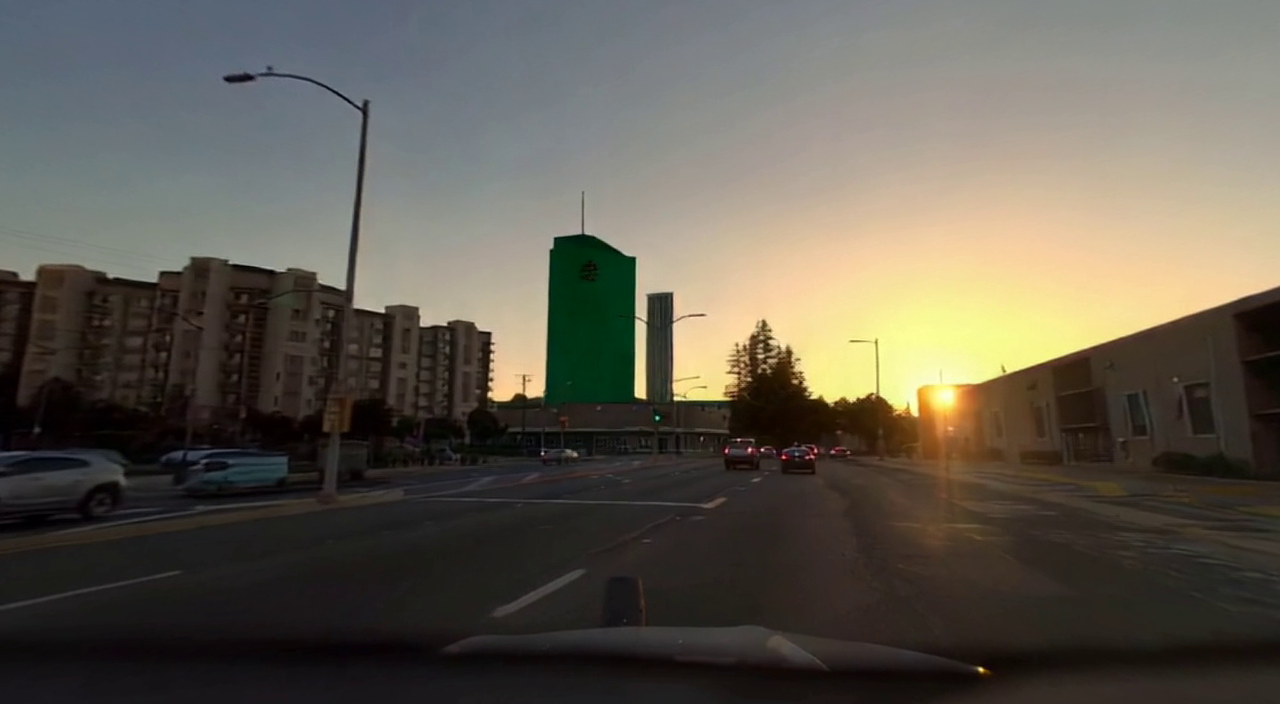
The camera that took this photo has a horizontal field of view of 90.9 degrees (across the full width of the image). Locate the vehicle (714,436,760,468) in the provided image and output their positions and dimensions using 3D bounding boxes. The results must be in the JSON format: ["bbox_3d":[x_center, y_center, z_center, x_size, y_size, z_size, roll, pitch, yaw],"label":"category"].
[{"bbox_3d":[5.599,5.690,35.978,2.031,1.692,4.284,-2,-9,16],"label":"vehicle"}]

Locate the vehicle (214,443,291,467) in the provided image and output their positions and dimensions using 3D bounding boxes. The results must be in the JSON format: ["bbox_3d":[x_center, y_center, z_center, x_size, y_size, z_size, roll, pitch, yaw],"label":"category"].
[{"bbox_3d":[-26.118,6.898,42.511,4.431,1.510,1.947,-3,-9,20],"label":"vehicle"}]

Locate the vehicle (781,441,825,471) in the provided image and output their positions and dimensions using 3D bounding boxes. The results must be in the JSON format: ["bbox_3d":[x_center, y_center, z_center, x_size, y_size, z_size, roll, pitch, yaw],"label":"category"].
[{"bbox_3d":[8.610,5.473,33.328,2.041,1.444,4.710,-2,-9,14],"label":"vehicle"}]

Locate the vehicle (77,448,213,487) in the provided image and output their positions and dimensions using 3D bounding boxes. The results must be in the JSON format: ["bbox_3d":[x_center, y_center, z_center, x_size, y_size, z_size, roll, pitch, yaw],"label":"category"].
[{"bbox_3d":[-22.519,5.213,28.947,1.875,1.600,4.604,-2,-9,15],"label":"vehicle"}]
